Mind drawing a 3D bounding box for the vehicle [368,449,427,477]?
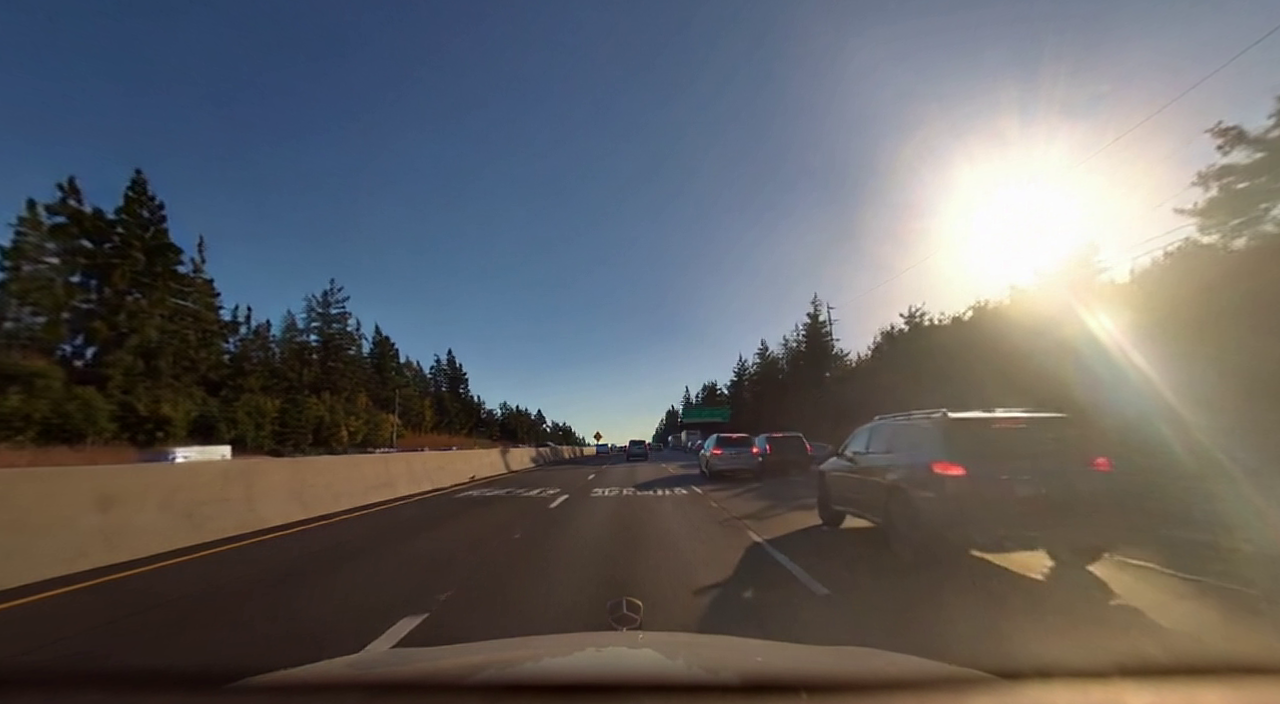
[{"bbox_3d":[-15.489,7.092,40.492,1.995,1.664,4.401,0,-8,0],"label":"vehicle"}]

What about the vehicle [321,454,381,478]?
[{"bbox_3d":[-19.099,7.547,41.874,1.873,1.469,4.550,0,-8,0],"label":"vehicle"}]

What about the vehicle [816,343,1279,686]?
[{"bbox_3d":[3.451,1.228,5.916,2.095,1.886,4.727,0,-8,-1],"label":"vehicle"}]

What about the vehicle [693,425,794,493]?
[{"bbox_3d":[3.006,3.255,19.508,2.152,1.821,4.853,0,-8,-2],"label":"vehicle"}]

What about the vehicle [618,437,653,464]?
[{"bbox_3d":[-0.340,6.862,43.971,2.314,1.796,4.254,0,-8,-1],"label":"vehicle"}]

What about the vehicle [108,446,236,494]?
[{"bbox_3d":[-23.375,5.855,31.832,2.250,2.140,5.580,0,-8,-1],"label":"vehicle"}]
